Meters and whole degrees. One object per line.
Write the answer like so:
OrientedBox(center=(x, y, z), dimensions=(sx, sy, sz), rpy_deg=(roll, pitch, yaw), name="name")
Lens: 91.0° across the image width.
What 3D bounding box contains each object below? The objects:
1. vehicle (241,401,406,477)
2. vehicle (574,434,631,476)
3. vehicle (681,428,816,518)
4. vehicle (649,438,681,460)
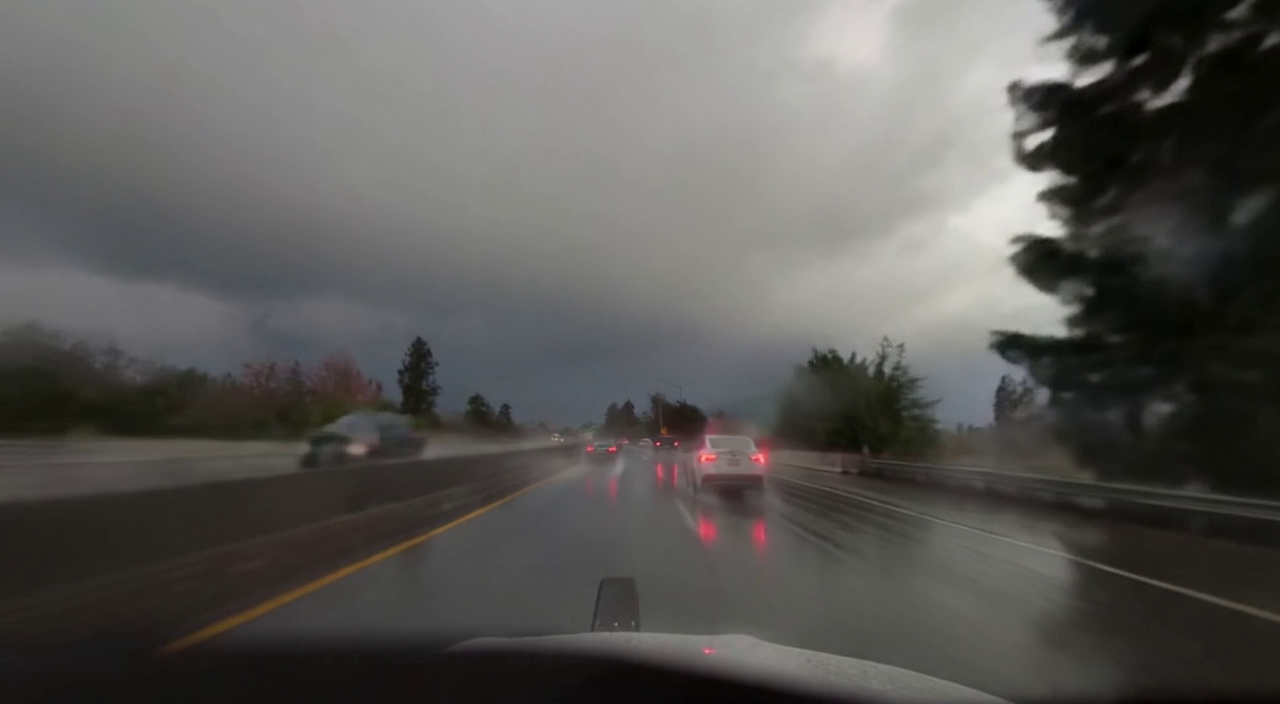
OrientedBox(center=(-8.039, 2.290, 16.517), dimensions=(2.109, 1.706, 4.082), rpy_deg=(0, -8, 1), name="vehicle")
OrientedBox(center=(-1.471, 4.266, 26.311), dimensions=(2.178, 1.559, 4.254), rpy_deg=(0, -8, -1), name="vehicle")
OrientedBox(center=(2.087, 2.503, 13.705), dimensions=(2.055, 1.566, 5.046), rpy_deg=(0, -8, 0), name="vehicle")
OrientedBox(center=(1.821, 7.156, 46.650), dimensions=(2.146, 1.546, 3.796), rpy_deg=(0, -8, 0), name="vehicle")
